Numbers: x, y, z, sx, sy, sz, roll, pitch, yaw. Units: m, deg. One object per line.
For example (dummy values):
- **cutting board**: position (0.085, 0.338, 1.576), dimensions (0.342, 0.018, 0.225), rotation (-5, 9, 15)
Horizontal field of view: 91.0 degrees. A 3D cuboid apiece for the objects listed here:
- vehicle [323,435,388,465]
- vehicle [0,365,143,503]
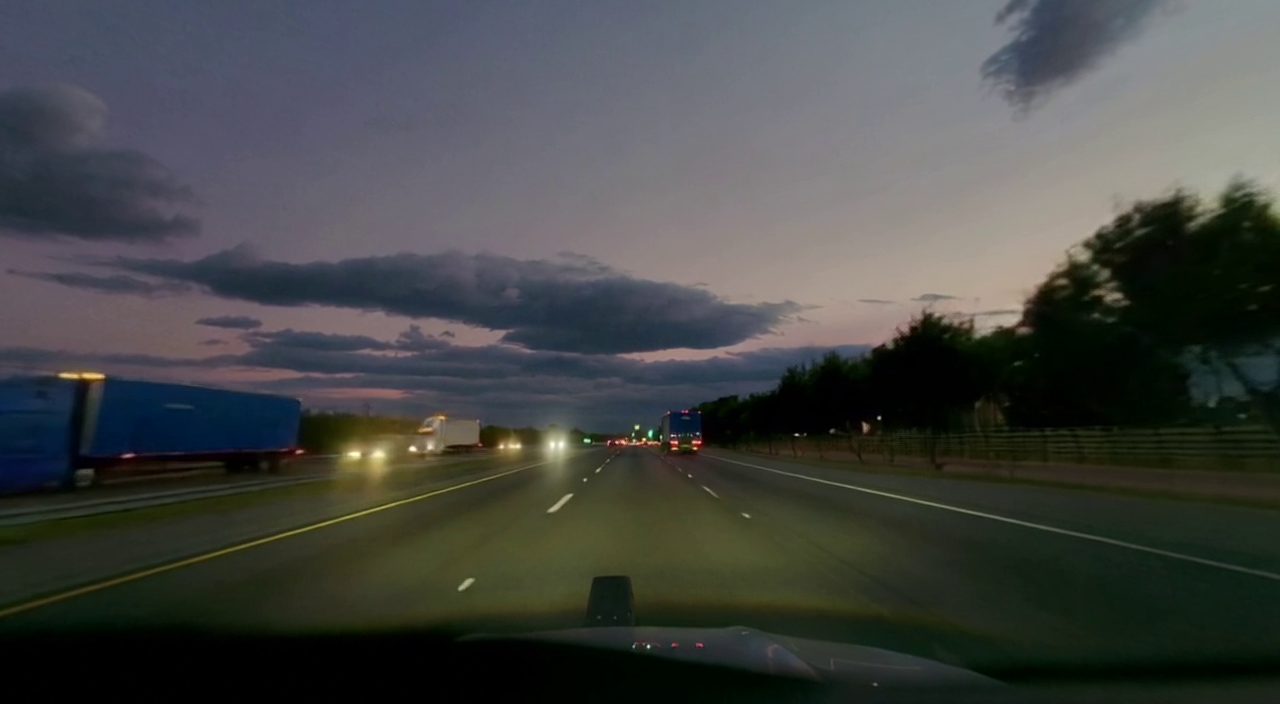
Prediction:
- **vehicle**: position (-16.485, 5.691, 36.722), dimensions (1.892, 1.575, 4.179), rotation (-1, -8, -1)
- **vehicle**: position (-20.106, 2.717, 20.470), dimensions (2.983, 3.974, 5.851), rotation (0, -8, -1)
